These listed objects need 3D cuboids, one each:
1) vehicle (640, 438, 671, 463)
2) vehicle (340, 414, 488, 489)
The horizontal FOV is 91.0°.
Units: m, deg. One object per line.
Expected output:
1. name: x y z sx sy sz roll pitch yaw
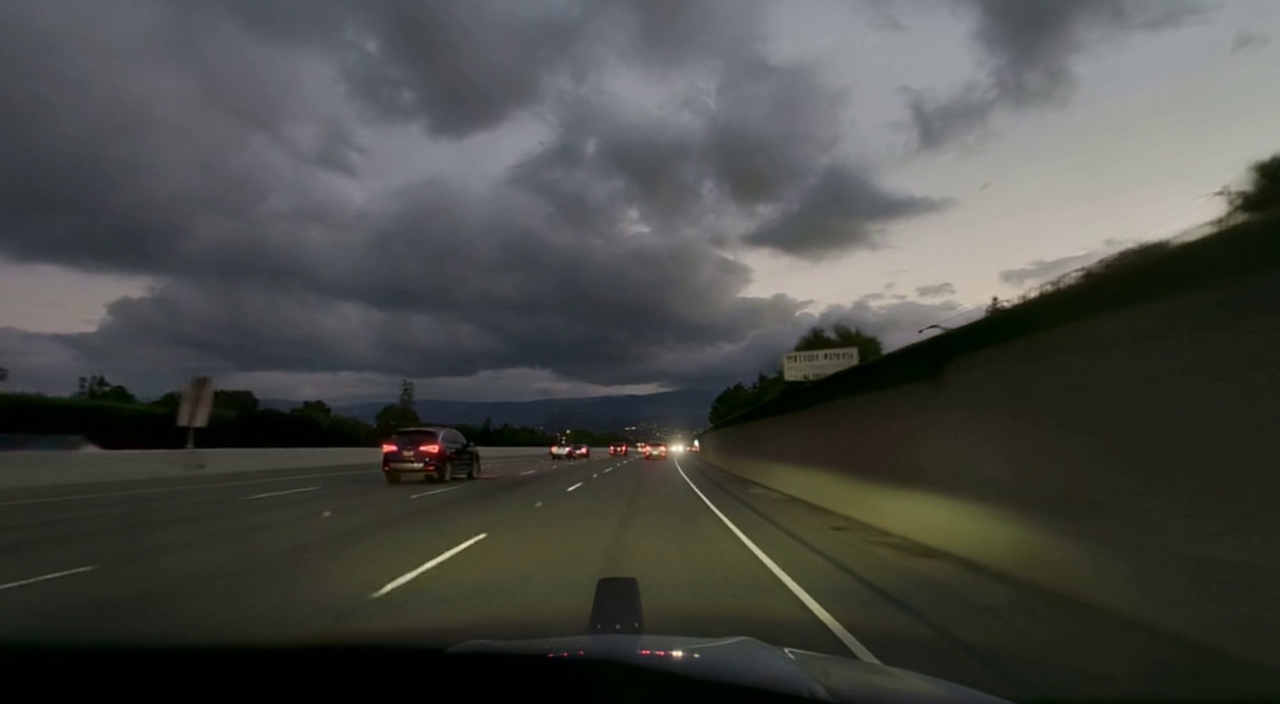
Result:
1. vehicle: 1.143 7.334 47.021 2.141 1.706 4.065 0 -8 1
2. vehicle: -6.792 3.103 19.856 2.438 1.967 5.596 0 -8 1
